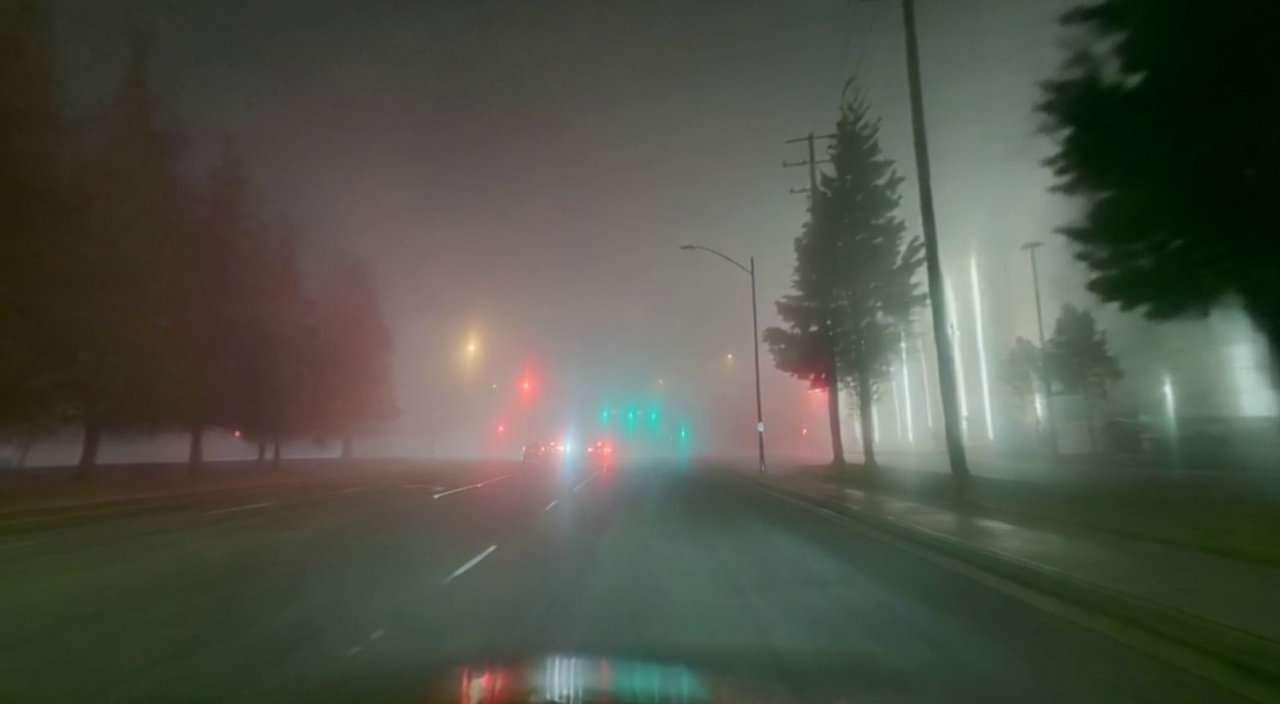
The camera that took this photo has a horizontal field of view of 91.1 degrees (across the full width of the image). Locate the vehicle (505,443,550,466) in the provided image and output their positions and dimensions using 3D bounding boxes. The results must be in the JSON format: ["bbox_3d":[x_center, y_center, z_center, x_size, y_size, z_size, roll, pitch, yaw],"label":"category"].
[{"bbox_3d":[-7.515,6.903,42.445,2.030,1.440,4.464,0,-8,2],"label":"vehicle"}]

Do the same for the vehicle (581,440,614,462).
[{"bbox_3d":[-3.192,7.513,47.807,2.043,1.636,4.320,0,-8,2],"label":"vehicle"}]
